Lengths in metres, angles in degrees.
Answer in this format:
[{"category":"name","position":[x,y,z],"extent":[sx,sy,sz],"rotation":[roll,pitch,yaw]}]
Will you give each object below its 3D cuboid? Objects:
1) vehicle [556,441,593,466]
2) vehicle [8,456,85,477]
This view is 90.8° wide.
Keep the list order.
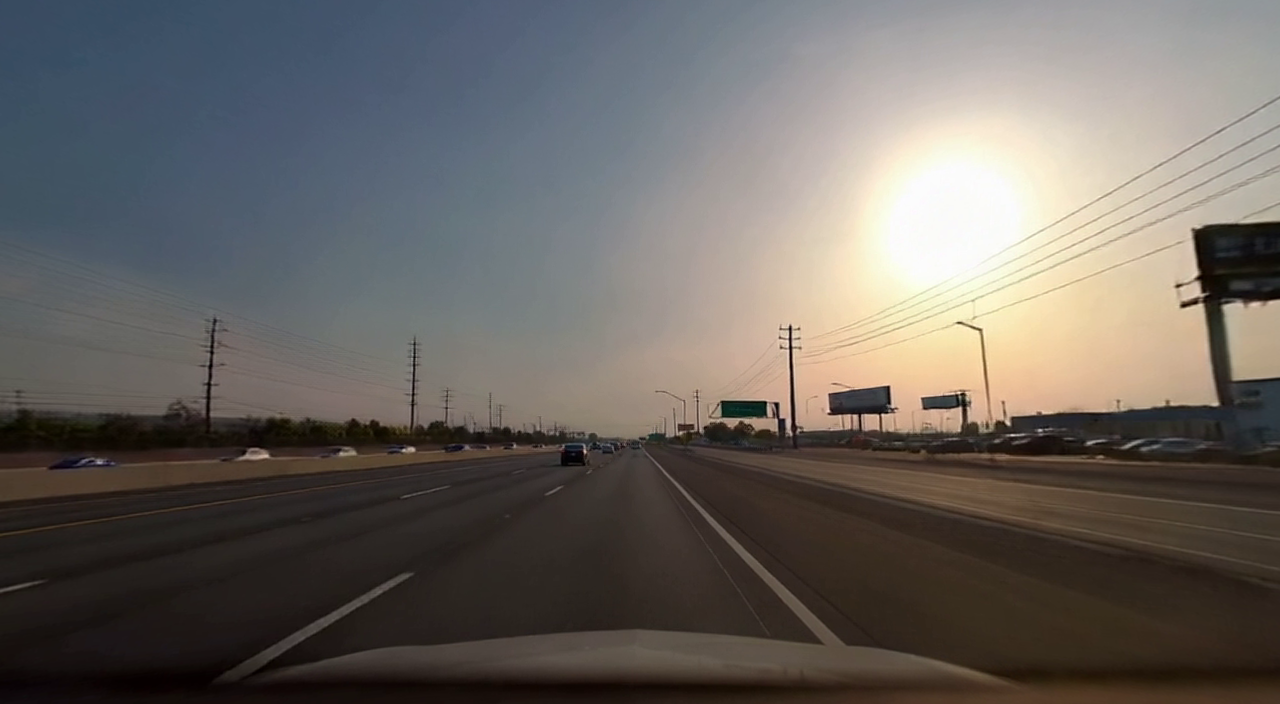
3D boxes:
[{"category":"vehicle","position":[-4.241,6.667,41.660],"extent":[1.940,1.479,4.545],"rotation":[0,-8,0]},{"category":"vehicle","position":[-45.912,8.816,48.986],"extent":[1.856,1.470,4.231],"rotation":[0,-8,0]}]
